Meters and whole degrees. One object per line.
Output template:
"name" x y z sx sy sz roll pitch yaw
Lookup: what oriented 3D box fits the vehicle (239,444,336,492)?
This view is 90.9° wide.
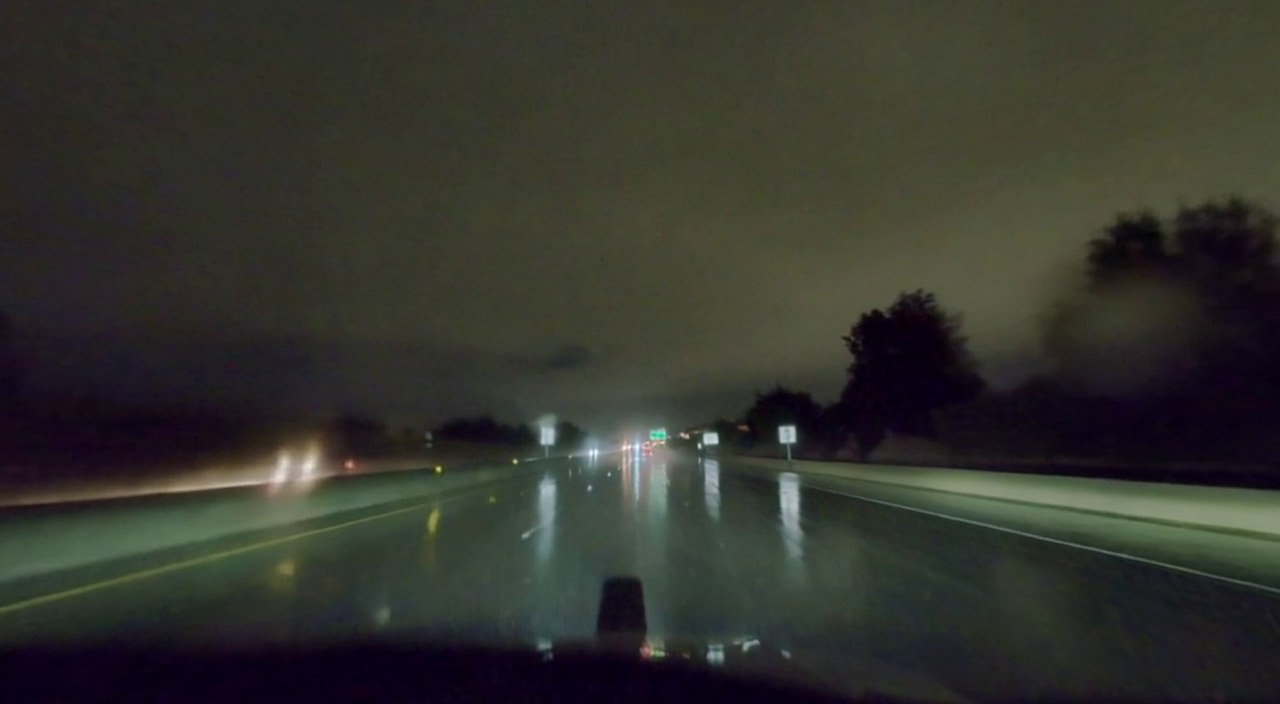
"vehicle" -18.631 6.112 33.655 2.135 2.308 5.136 0 -9 0
